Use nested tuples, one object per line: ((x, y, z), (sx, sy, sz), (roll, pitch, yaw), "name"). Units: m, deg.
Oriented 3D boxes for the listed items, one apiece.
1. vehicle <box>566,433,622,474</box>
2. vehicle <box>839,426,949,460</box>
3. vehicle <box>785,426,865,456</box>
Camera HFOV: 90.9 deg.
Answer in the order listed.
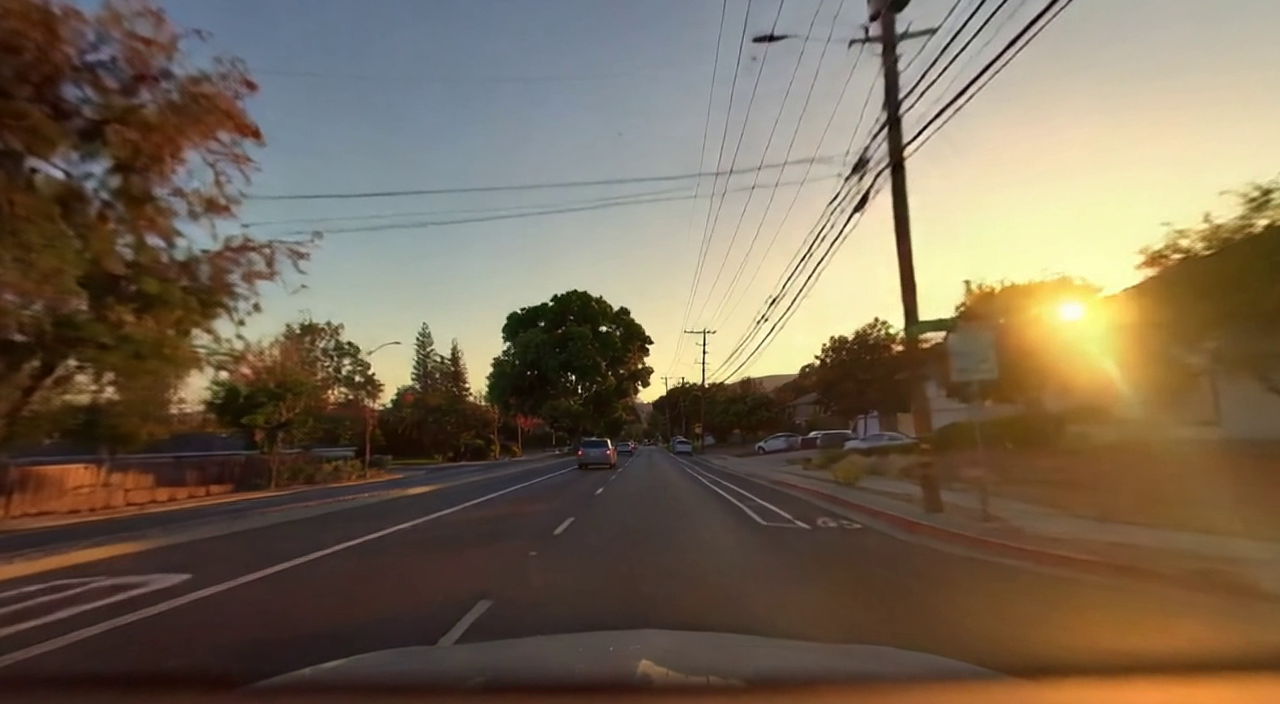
((-2.217, 5.125, 31.980), (2.327, 1.861, 4.941), (0, -9, 2), "vehicle")
((12.028, 4.394, 30.149), (2.212, 1.404, 4.283), (3, -10, -33), "vehicle")
((12.524, 6.072, 42.919), (4.719, 1.553, 1.889), (-5, -8, 0), "vehicle")
